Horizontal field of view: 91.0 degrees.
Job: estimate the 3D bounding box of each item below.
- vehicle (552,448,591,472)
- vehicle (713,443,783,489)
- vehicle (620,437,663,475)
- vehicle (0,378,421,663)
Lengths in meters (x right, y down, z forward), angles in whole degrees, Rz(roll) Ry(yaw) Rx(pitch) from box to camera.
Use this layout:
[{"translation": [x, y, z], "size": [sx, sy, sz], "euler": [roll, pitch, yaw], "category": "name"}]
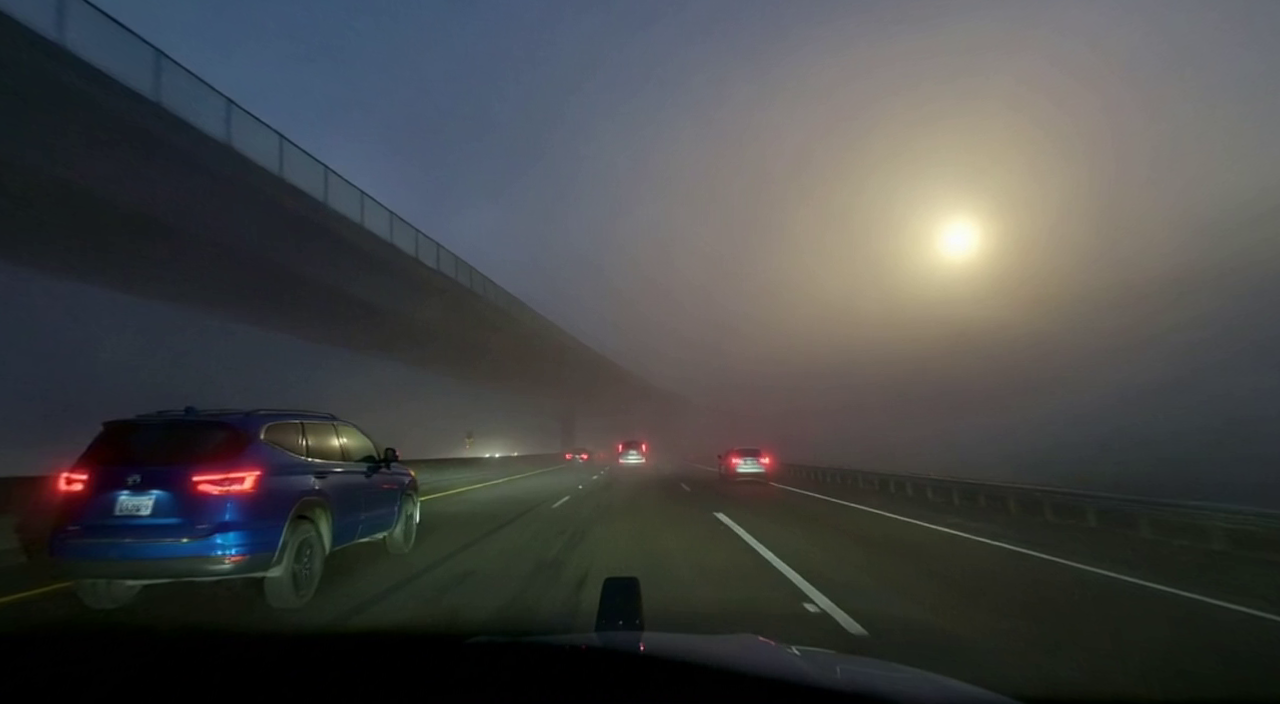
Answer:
[{"translation": [-4.432, 7.047, 41.323], "size": [1.994, 1.475, 4.171], "euler": [0, -9, 1], "category": "vehicle"}, {"translation": [3.909, 4.170, 23.414], "size": [1.959, 1.554, 3.795], "euler": [0, -9, 0], "category": "vehicle"}, {"translation": [0.062, 5.635, 34.258], "size": [2.155, 1.909, 4.529], "euler": [0, -9, 0], "category": "vehicle"}, {"translation": [-4.060, 1.376, 6.229], "size": [2.089, 1.751, 4.515], "euler": [0, -9, 1], "category": "vehicle"}]
